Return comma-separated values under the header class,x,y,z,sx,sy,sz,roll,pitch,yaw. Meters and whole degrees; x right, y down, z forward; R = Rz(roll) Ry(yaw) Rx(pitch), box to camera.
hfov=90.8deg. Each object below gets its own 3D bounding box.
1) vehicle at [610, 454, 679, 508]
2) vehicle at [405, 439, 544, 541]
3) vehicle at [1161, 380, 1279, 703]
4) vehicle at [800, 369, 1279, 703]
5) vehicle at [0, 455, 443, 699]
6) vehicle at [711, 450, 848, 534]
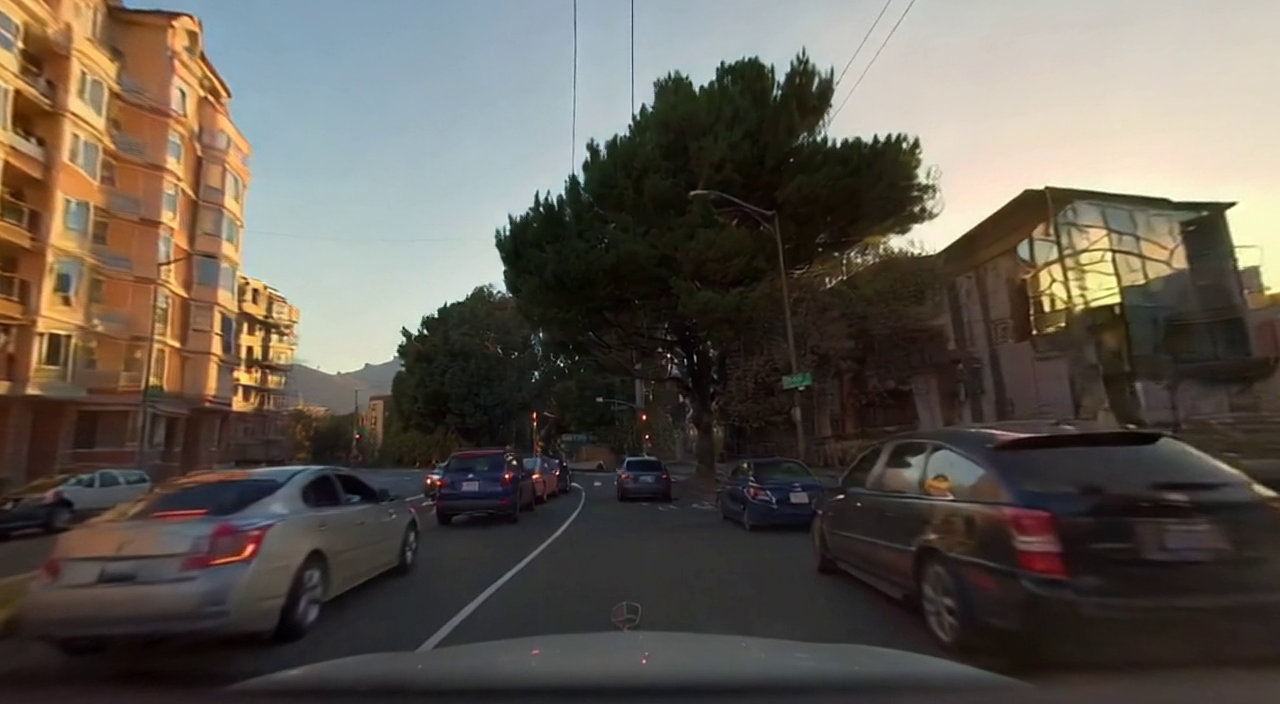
class,x,y,z,sx,sy,sz,roll,pitch,yaw
vehicle,0.045,4.069,20.365,2.026,1.496,3.701,0,-8,-2
vehicle,-2.933,2.478,11.869,1.778,1.638,3.059,0,-9,-1
vehicle,2.962,0.577,0.191,1.933,1.501,4.349,0,-8,1
vehicle,2.976,1.305,5.339,1.988,1.779,4.635,0,-8,0
vehicle,-3.286,1.606,5.614,1.824,1.306,3.937,0,-9,0
vehicle,2.826,2.934,13.954,1.943,1.513,4.510,0,-9,-1
